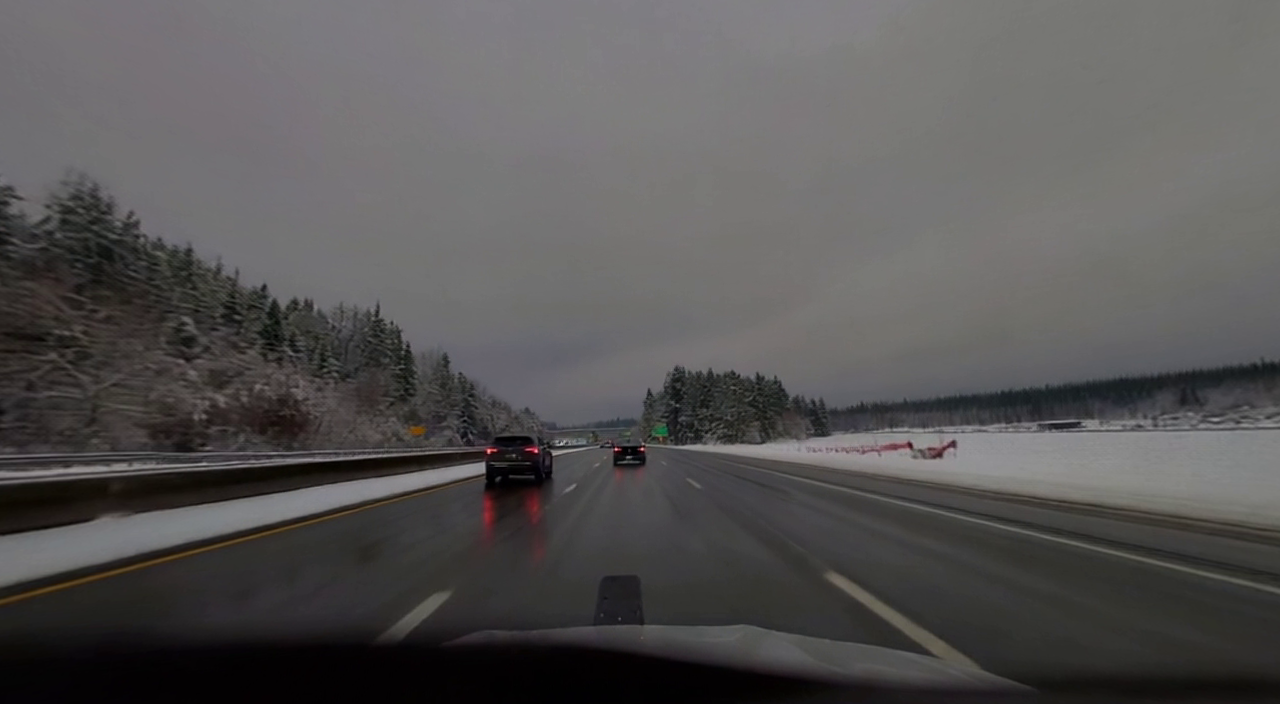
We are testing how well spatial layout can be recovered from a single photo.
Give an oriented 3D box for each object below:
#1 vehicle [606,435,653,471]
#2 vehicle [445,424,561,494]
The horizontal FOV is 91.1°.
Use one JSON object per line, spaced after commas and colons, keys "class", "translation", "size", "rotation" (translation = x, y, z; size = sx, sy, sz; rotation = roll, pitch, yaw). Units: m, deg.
{"class": "vehicle", "translation": [-0.480, 4.772, 29.850], "size": [2.048, 1.563, 4.087], "rotation": [0, -8, -1]}
{"class": "vehicle", "translation": [-3.710, 2.988, 17.979], "size": [2.264, 1.699, 4.648], "rotation": [0, -8, 0]}
